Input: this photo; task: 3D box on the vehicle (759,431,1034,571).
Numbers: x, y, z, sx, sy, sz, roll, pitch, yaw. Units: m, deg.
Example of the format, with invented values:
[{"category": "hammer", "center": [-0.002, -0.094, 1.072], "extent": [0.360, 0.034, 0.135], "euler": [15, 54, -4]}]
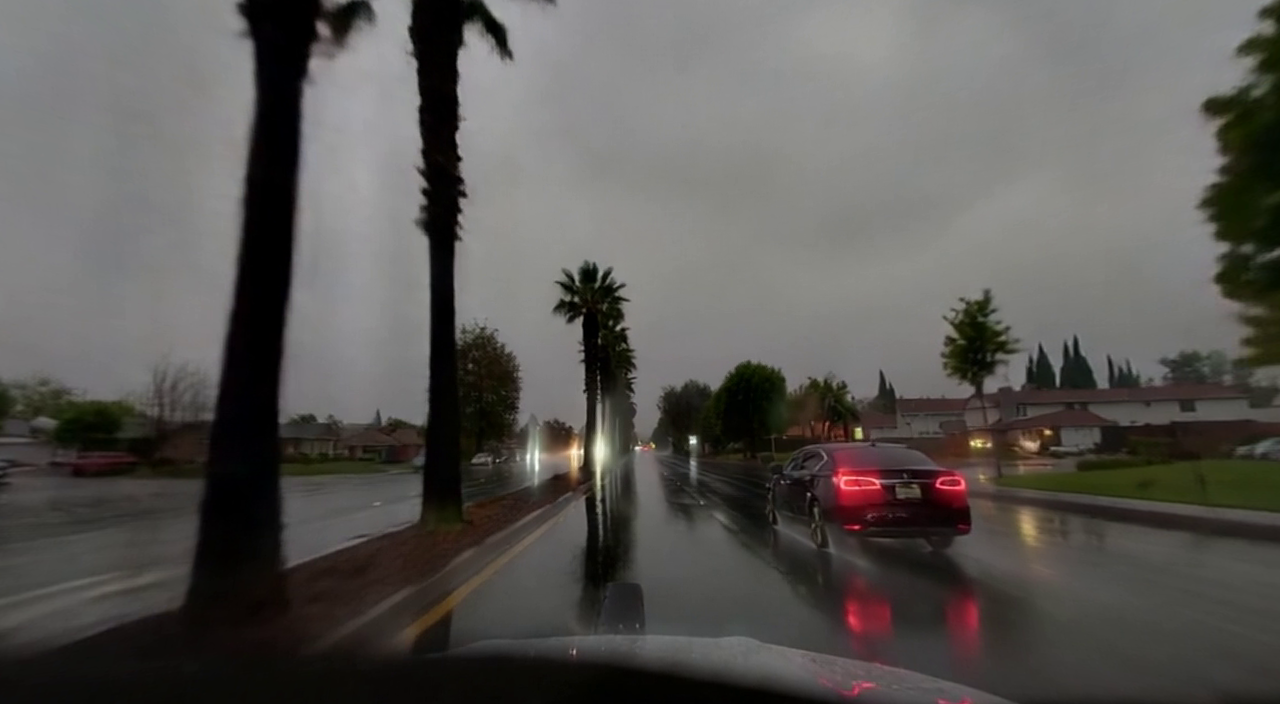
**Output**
[{"category": "vehicle", "center": [3.223, 1.965, 9.222], "extent": [1.989, 1.492, 4.689], "euler": [0, -9, -1]}]
